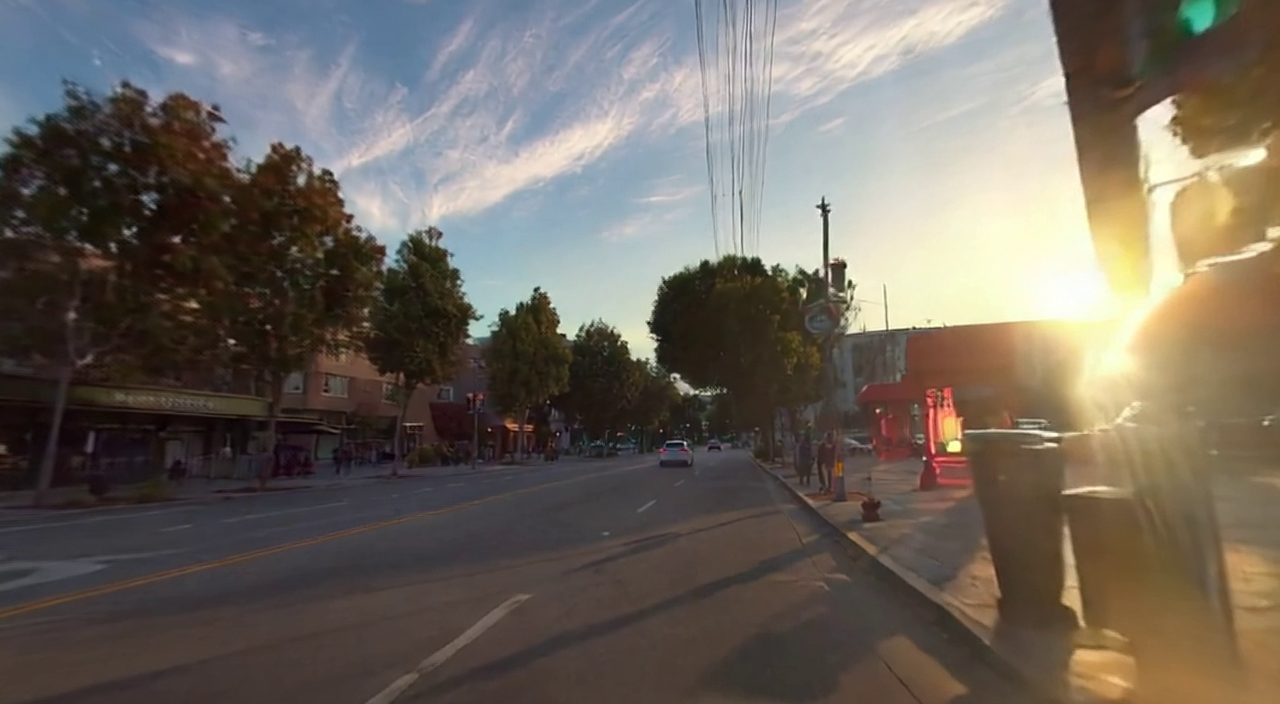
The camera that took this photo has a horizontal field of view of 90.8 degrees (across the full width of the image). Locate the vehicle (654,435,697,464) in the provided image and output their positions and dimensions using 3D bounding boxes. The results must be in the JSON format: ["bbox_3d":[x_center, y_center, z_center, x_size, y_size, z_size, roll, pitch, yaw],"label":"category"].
[{"bbox_3d":[2.340,6.229,40.409,2.101,1.721,4.364,-2,-9,11],"label":"vehicle"}]
